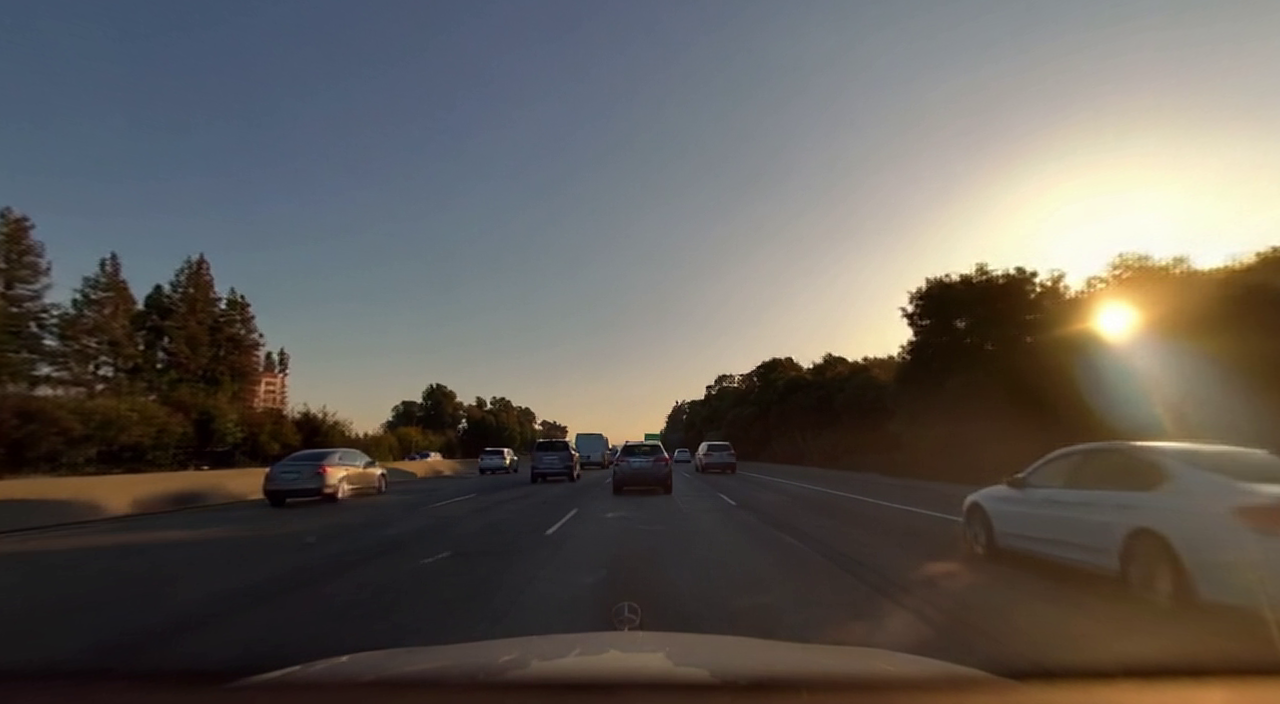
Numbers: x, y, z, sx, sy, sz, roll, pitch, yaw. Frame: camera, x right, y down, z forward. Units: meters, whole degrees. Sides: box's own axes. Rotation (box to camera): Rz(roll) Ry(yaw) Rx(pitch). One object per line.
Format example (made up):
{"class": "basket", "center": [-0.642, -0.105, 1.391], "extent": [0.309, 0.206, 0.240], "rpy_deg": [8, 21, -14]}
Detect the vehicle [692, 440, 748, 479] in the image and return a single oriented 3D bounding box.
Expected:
{"class": "vehicle", "center": [4.017, 5.513, 32.681], "extent": [2.175, 1.830, 5.173], "rpy_deg": [0, -9, -1]}

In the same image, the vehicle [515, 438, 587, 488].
{"class": "vehicle", "center": [-3.427, 4.363, 25.098], "extent": [2.142, 1.808, 4.266], "rpy_deg": [0, -9, 1]}

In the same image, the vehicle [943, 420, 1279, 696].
{"class": "vehicle", "center": [4.460, 1.319, 4.781], "extent": [2.006, 1.474, 4.669], "rpy_deg": [0, -9, 0]}

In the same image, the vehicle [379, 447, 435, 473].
{"class": "vehicle", "center": [-16.488, 7.601, 44.792], "extent": [2.096, 1.725, 4.835], "rpy_deg": [0, -9, 0]}

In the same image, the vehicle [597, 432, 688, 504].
{"class": "vehicle", "center": [0.096, 3.136, 17.421], "extent": [2.223, 1.722, 4.177], "rpy_deg": [0, -9, 1]}

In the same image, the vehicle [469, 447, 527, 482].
{"class": "vehicle", "center": [-7.084, 5.647, 31.883], "extent": [1.931, 1.617, 4.060], "rpy_deg": [0, -9, 1]}

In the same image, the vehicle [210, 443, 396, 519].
{"class": "vehicle", "center": [-7.728, 2.963, 15.070], "extent": [1.927, 1.514, 4.474], "rpy_deg": [0, -9, 0]}
